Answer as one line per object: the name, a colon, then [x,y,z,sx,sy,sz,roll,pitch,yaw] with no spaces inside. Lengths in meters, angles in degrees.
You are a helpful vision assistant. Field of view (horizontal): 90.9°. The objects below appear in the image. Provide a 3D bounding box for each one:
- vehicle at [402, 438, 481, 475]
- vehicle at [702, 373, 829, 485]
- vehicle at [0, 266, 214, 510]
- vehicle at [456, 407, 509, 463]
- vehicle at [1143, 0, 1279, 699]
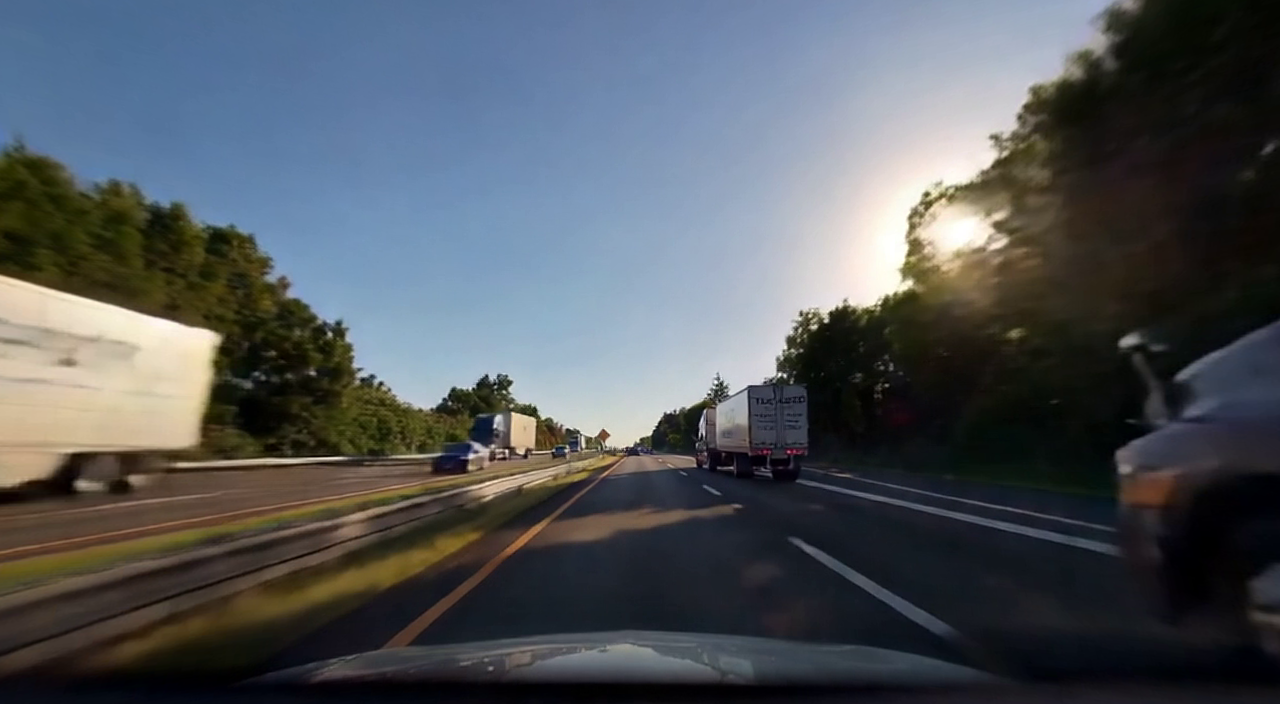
vehicle: [-8.623,4.607,27.895,1.992,1.497,4.653,0,-9,0]
vehicle: [5.218,3.875,30.001,2.983,4.030,14.444,0,-9,0]
vehicle: [-12.312,0.304,8.711,2.938,4.080,14.151,0,-9,0]
vehicle: [-11.900,6.288,47.761,3.293,4.054,2.389,0,-9,0]
vehicle: [4.887,-0.402,2.590,3.007,4.189,2.696,0,-9,0]
